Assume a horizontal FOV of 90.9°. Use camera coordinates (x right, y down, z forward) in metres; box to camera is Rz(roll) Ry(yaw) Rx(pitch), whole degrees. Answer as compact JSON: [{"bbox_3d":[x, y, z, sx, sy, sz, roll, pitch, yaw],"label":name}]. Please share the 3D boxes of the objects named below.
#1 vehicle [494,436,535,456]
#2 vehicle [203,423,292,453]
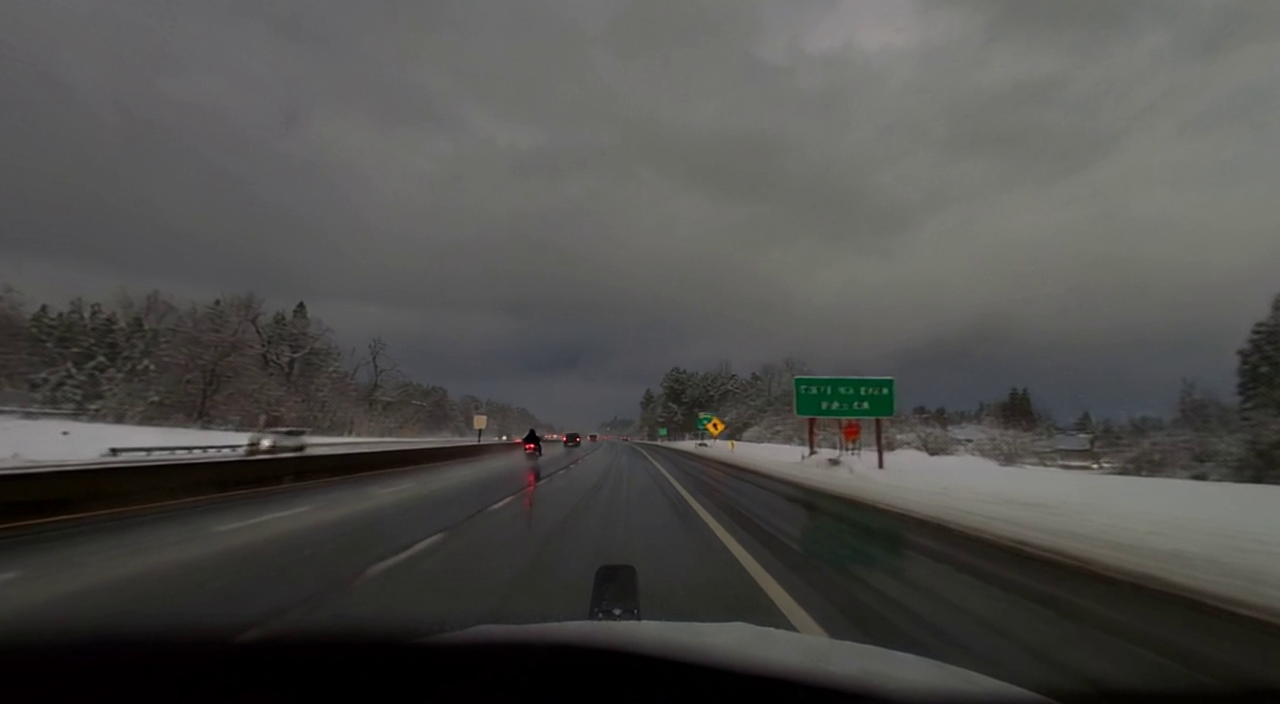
[{"bbox_3d":[-9.307,6.967,47.103,2.053,1.409,4.704,0,-8,0],"label":"vehicle"},{"bbox_3d":[-20.925,4.625,33.871,1.905,1.523,4.576,0,-8,-1],"label":"vehicle"}]
